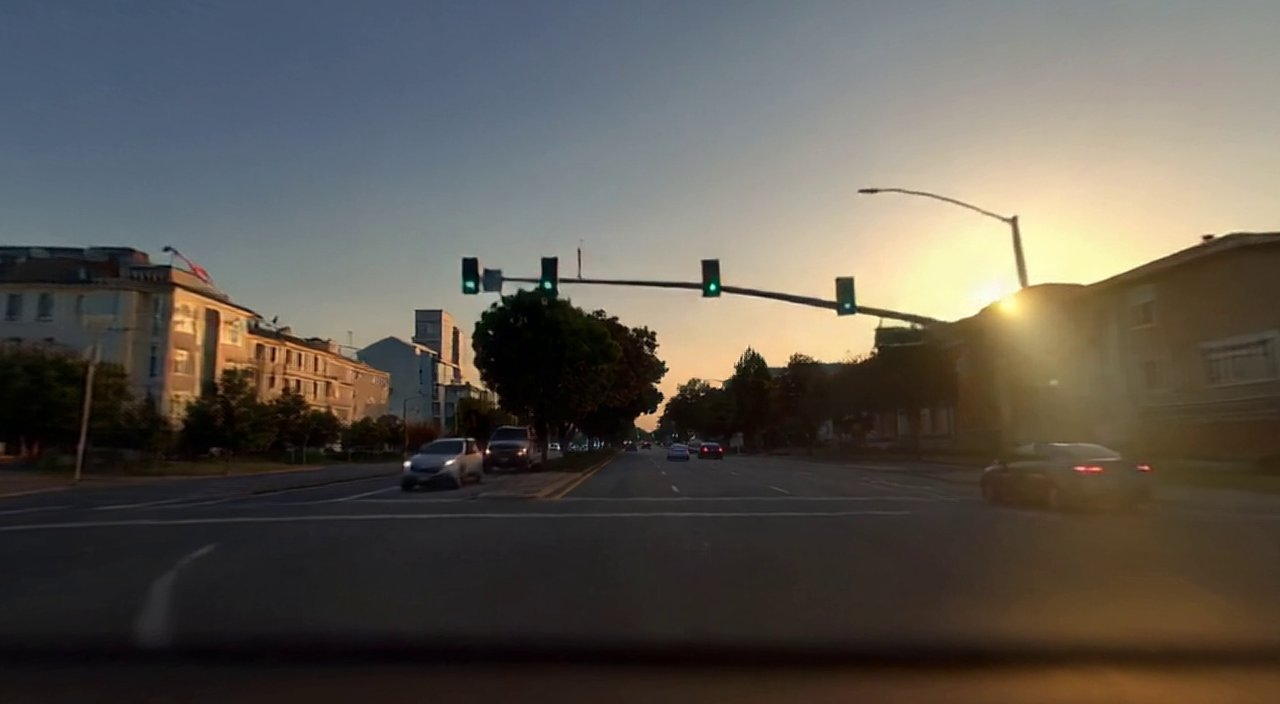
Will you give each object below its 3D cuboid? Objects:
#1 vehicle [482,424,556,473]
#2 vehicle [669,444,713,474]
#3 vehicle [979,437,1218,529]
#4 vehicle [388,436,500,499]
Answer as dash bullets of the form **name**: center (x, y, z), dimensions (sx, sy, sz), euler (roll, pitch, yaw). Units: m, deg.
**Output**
- **vehicle**: center (-5.780, 4.729, 31.157), dimensions (2.425, 2.167, 5.888), euler (0, -9, 1)
- **vehicle**: center (2.737, 5.878, 34.850), dimensions (1.917, 1.538, 4.259), euler (0, -9, -2)
- **vehicle**: center (9.436, 2.682, 13.578), dimensions (1.798, 1.621, 4.304), euler (0, -8, -1)
- **vehicle**: center (-5.700, 3.354, 18.937), dimensions (1.986, 1.502, 4.224), euler (-4, -8, 0)
